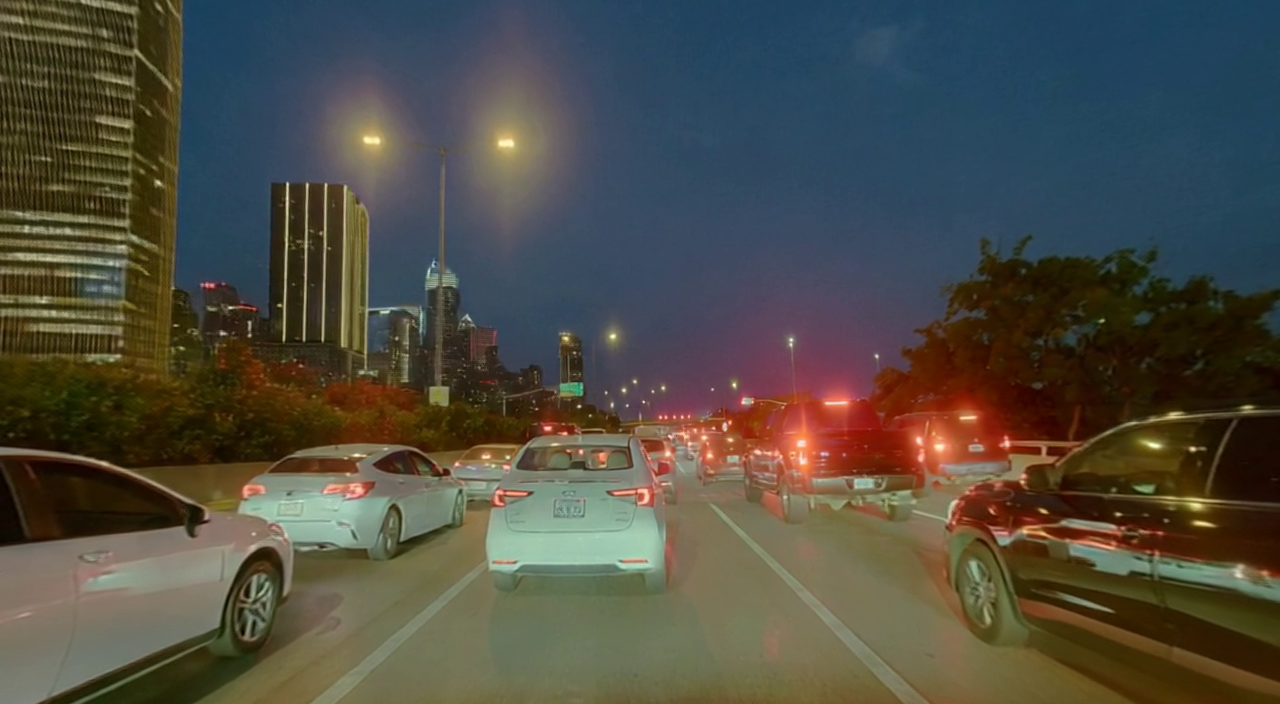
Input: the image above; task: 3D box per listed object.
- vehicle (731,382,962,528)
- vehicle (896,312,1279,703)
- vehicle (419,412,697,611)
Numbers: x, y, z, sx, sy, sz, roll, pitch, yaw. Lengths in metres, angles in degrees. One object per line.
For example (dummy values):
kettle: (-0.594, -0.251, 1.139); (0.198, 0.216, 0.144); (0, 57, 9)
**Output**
vehicle: (3.524, 1.967, 12.413); (2.497, 2.186, 5.890); (0, -8, 0)
vehicle: (3.168, 0.843, 2.837); (2.024, 1.723, 4.714); (0, -8, 0)
vehicle: (-0.608, 1.557, 7.097); (2.172, 1.536, 4.250); (0, -8, 1)
